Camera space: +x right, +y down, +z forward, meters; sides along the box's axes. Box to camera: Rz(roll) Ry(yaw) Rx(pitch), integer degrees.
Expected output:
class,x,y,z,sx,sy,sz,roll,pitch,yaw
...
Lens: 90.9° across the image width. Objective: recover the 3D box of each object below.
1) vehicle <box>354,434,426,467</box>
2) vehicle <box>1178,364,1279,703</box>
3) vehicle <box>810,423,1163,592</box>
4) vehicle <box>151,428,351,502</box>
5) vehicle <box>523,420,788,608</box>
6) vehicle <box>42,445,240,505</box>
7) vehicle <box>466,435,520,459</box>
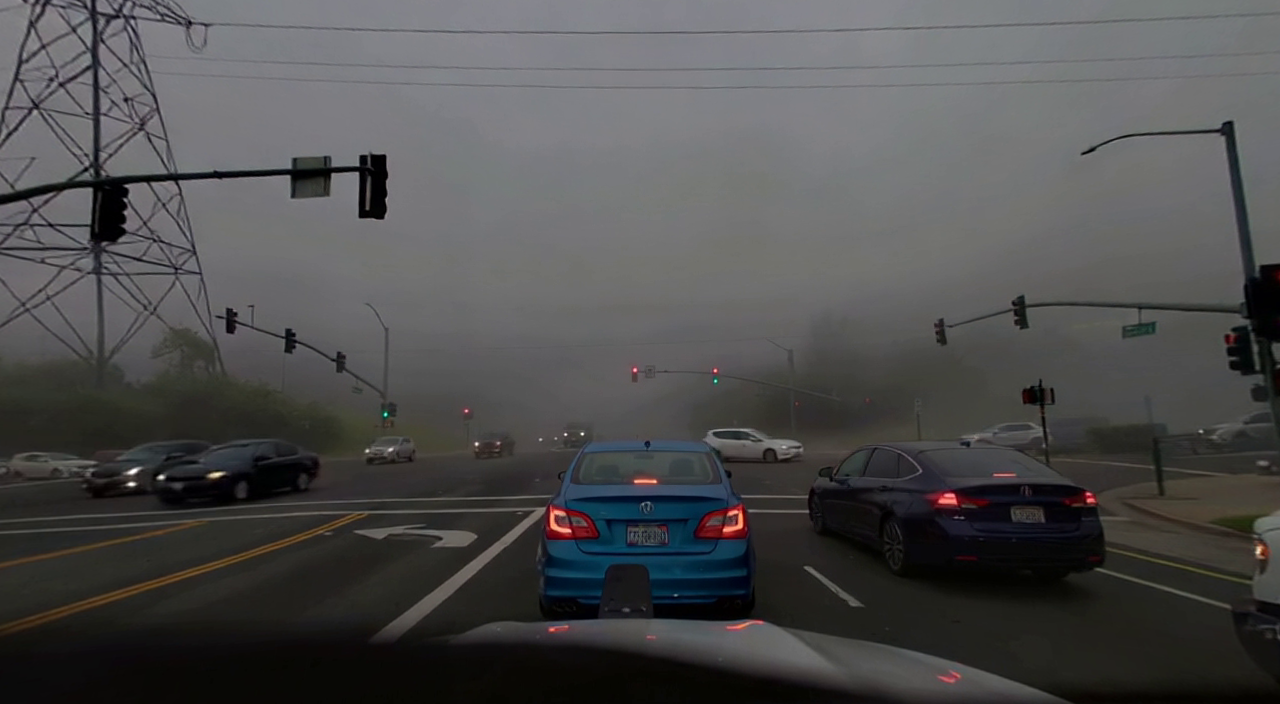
class,x,y,z,sx,sy,sz,roll,pitch,yaw
vehicle,-14.022,5.562,35.671,1.955,1.694,4.625,-1,-8,3
vehicle,3.406,0.591,0.628,1.926,1.614,4.330,0,-8,1
vehicle,3.648,1.685,7.723,1.835,1.473,4.190,0,-8,-2
vehicle,-10.332,3.030,17.390,2.239,1.719,4.948,-1,-8,1
vehicle,0.108,1.598,7.128,2.117,1.474,4.036,0,-8,0
vehicle,-14.129,3.463,18.303,1.982,1.469,4.583,0,-8,0
vehicle,-9.309,6.089,40.408,1.992,1.480,4.743,-1,-9,4
